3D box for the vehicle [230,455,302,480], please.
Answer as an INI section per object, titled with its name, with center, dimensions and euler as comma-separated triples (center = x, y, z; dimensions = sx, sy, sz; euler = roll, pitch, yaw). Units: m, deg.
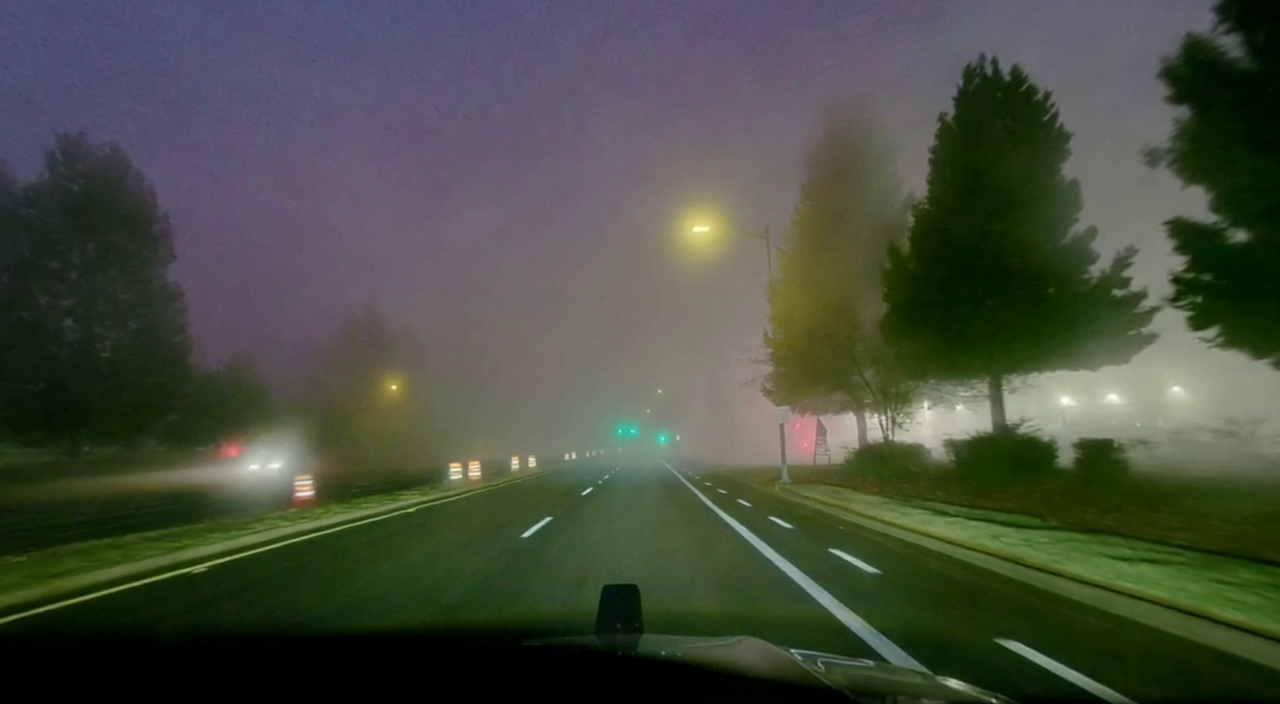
[vehicle]
center = -24.458, 7.546, 41.506
dimensions = 1.850, 1.490, 4.725
euler = 0, -8, 0
